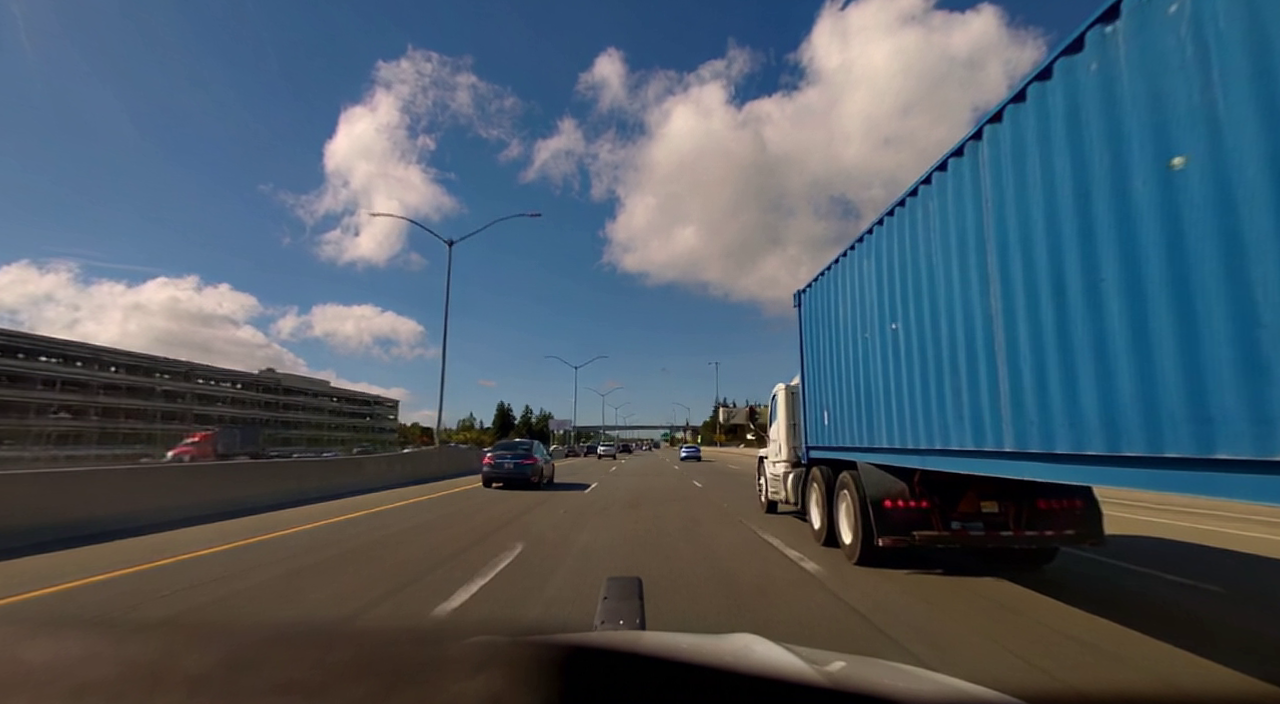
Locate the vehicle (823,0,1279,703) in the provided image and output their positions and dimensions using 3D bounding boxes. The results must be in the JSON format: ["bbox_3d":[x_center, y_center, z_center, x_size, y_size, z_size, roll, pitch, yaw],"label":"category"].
[{"bbox_3d":[3.893,-0.512,1.768,2.893,3.992,13.605,0,-8,1],"label":"vehicle"}]

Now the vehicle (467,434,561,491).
[{"bbox_3d":[-3.661,3.294,19.075,1.954,1.528,4.010,0,-8,1],"label":"vehicle"}]

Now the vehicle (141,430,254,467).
[{"bbox_3d":[-29.189,6.435,41.936,2.262,2.226,7.066,0,-9,1],"label":"vehicle"}]
